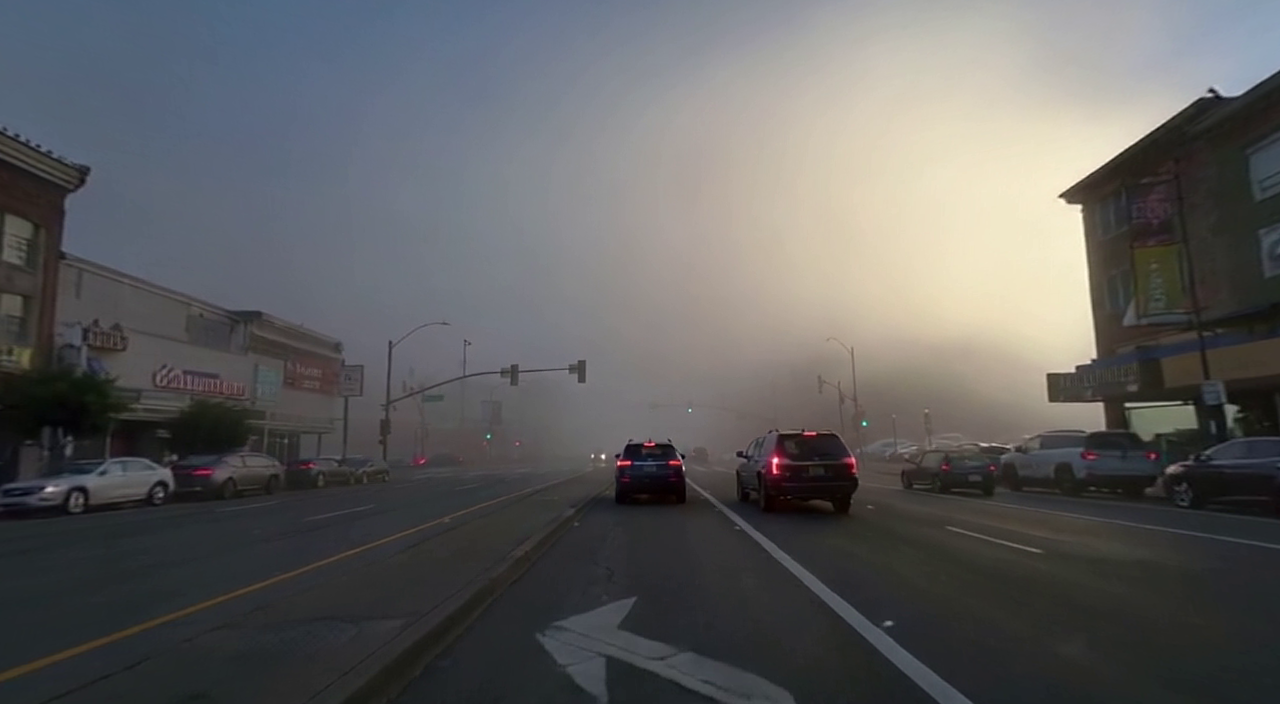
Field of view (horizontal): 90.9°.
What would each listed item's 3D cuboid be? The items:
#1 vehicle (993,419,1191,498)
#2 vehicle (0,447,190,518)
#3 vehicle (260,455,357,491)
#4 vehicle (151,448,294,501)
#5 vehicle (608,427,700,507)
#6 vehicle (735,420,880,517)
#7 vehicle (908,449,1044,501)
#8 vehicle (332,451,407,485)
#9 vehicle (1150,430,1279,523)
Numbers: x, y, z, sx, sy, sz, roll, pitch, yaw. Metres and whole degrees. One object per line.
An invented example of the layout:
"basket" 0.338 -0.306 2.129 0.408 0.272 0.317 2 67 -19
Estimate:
"vehicle" 14.119 3.414 20.329 2.172 2.060 5.546 -4 -10 1
"vehicle" -15.394 3.584 17.961 1.698 1.466 4.713 1 -6 0
"vehicle" -15.187 5.537 29.267 1.792 1.429 5.161 0 -9 -1
"vehicle" -15.326 4.481 23.602 1.825 1.685 5.220 1 -8 -1
"vehicle" 0.314 3.033 17.162 2.157 1.863 4.665 0 -8 0
"vehicle" 3.751 2.706 15.303 2.115 1.932 5.189 0 -8 0
"vehicle" 10.469 3.828 20.109 1.863 1.426 4.494 0 -8 0
"vehicle" -15.206 6.525 35.811 2.096 1.416 4.885 1 -6 1
"vehicle" 13.909 2.560 13.134 2.151 1.833 5.323 -1 -10 1
